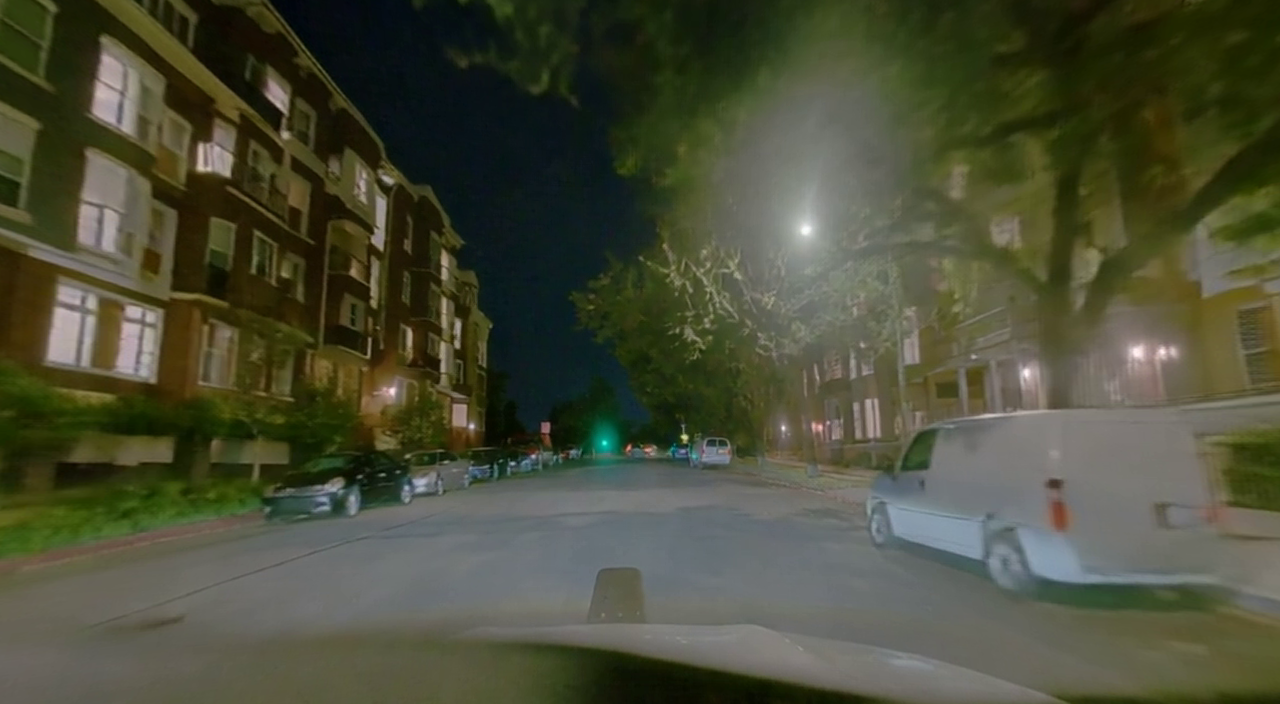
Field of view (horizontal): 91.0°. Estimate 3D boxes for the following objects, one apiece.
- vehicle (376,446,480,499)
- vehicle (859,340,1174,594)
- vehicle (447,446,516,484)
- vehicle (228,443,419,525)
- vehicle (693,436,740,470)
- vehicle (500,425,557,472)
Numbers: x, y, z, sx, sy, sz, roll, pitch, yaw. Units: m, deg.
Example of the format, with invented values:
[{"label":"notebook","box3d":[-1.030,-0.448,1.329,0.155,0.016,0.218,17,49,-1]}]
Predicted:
[{"label":"vehicle","box3d":[-6.746,3.869,20.617,1.845,1.475,4.495,-1,-9,0]},{"label":"vehicle","box3d":[4.100,1.279,7.353,2.158,2.478,2.078,-1,-9,-1]},{"label":"vehicle","box3d":[-6.723,4.839,27.174,1.832,1.483,4.140,-1,-9,1]},{"label":"vehicle","box3d":[-6.896,2.923,14.457,2.003,1.501,4.779,-1,-10,-1]},{"label":"vehicle","box3d":[4.651,6.250,38.966,2.216,1.955,4.970,0,-9,-1]},{"label":"vehicle","box3d":[-6.800,6.056,39.121,2.341,2.674,5.753,-1,-10,1]}]
